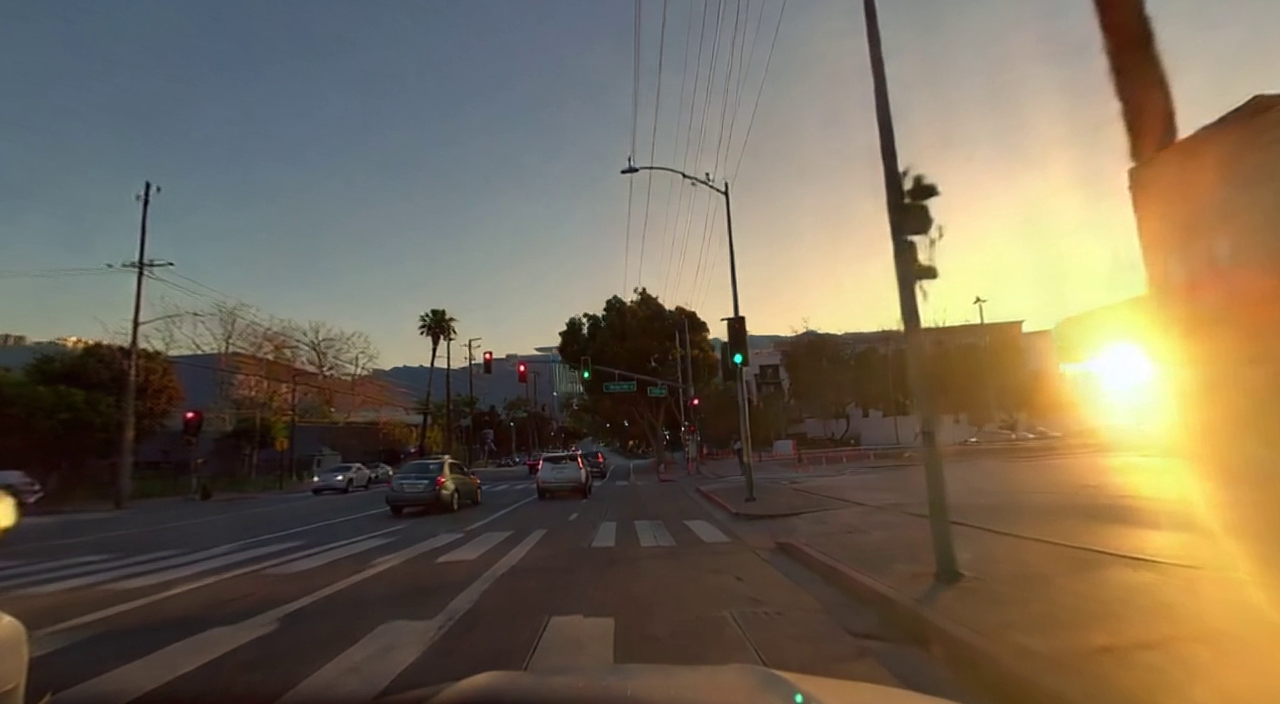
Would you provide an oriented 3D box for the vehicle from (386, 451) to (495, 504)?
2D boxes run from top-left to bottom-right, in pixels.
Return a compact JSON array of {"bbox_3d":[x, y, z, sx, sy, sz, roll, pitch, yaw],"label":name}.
[{"bbox_3d":[-6.316,4.000,20.539,1.960,1.479,4.654,0,-9,1],"label":"vehicle"}]

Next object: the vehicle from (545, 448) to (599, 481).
[{"bbox_3d":[-3.244,5.497,31.102,2.147,1.472,4.406,0,-9,0],"label":"vehicle"}]

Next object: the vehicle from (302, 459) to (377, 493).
[{"bbox_3d":[-15.513,6.398,32.759,1.955,1.500,4.458,1,-9,-4],"label":"vehicle"}]
